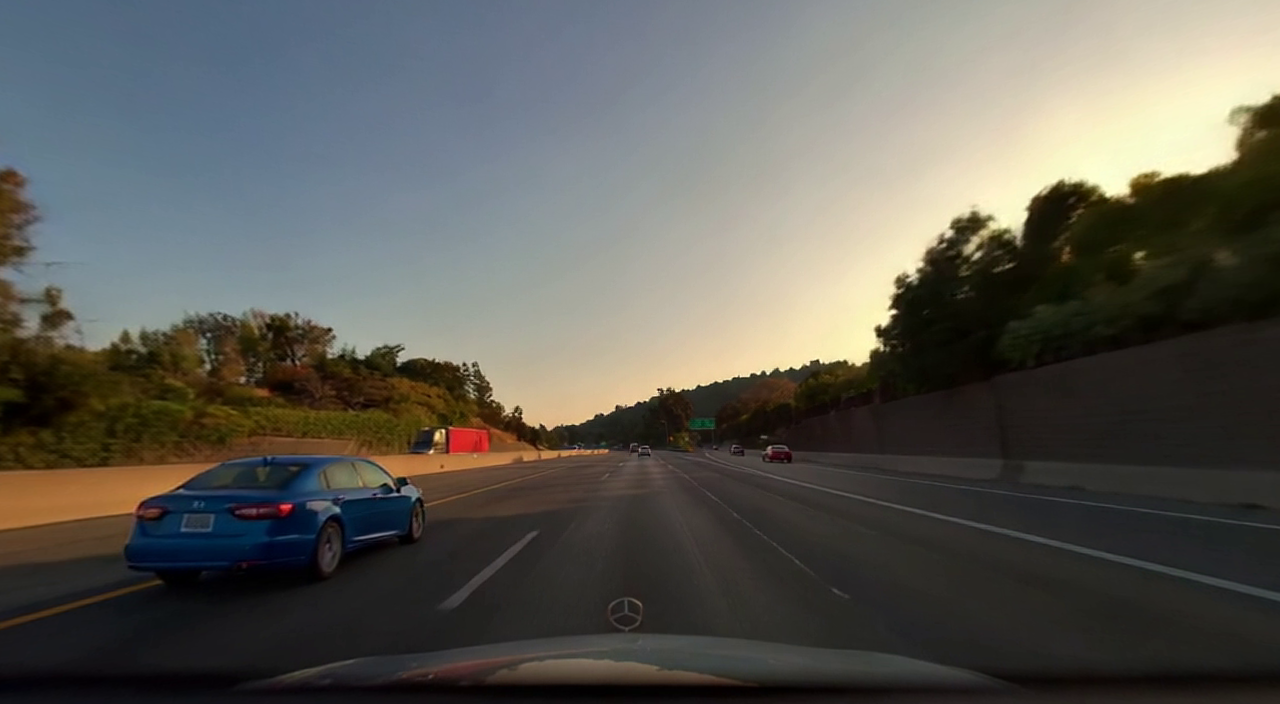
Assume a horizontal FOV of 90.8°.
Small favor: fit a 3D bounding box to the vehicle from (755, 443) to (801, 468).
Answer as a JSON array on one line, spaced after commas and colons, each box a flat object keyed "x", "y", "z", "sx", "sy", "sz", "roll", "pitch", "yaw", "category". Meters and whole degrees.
[{"x": 8.683, "y": 6.571, "z": 40.160, "sx": 1.884, "sy": 1.485, "sz": 4.600, "roll": 0, "pitch": -9, "yaw": 0, "category": "vehicle"}]

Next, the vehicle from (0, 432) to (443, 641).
[{"x": -3.801, "y": 1.653, "z": 6.768, "sx": 1.873, "sy": 1.438, "sz": 4.546, "roll": -1, "pitch": -9, "yaw": 1, "category": "vehicle"}]
